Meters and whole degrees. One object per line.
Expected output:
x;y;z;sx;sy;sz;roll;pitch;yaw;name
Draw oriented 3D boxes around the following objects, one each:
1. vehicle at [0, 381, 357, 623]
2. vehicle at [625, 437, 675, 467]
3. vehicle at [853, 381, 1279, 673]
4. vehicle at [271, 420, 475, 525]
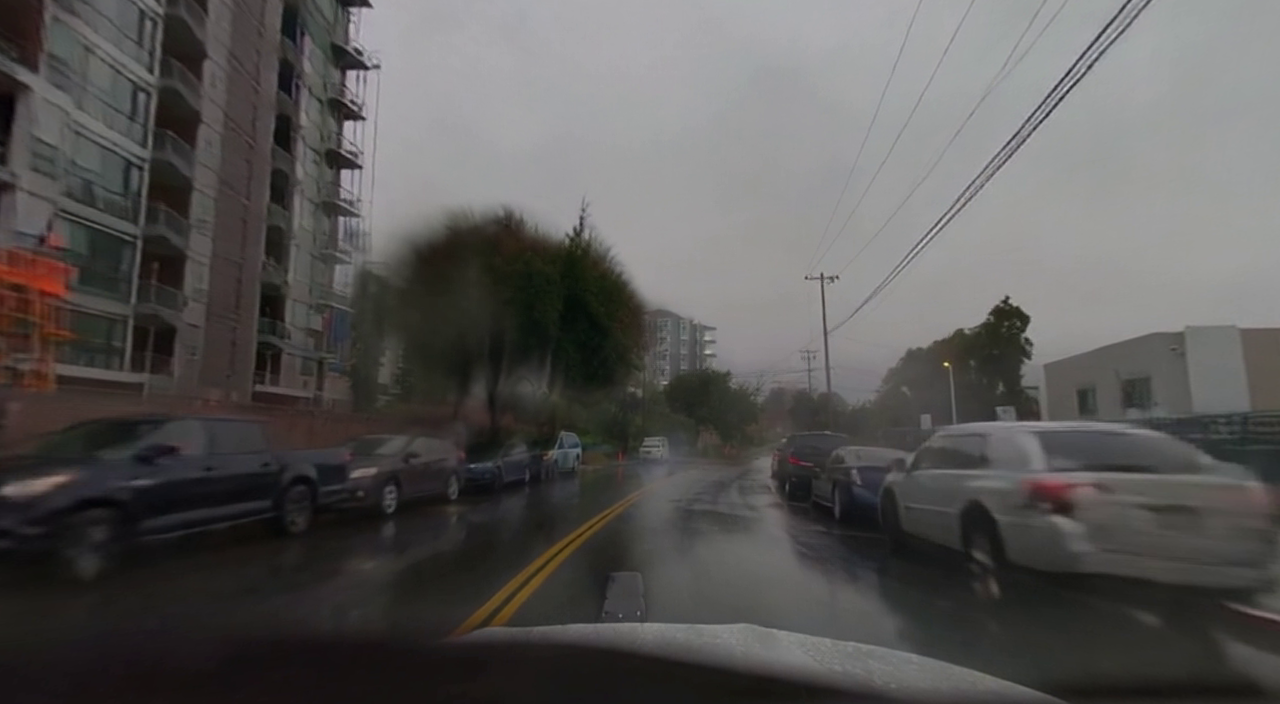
-5.910;1.539;7.392;2.194;1.861;5.725;-1;-9;4;vehicle
0.749;6.686;42.159;1.953;1.871;4.712;-3;-9;19;vehicle
3.884;1.447;6.429;2.084;1.804;4.882;-1;-9;5;vehicle
-5.558;2.565;14.016;1.976;1.886;4.831;-1;-9;6;vehicle
